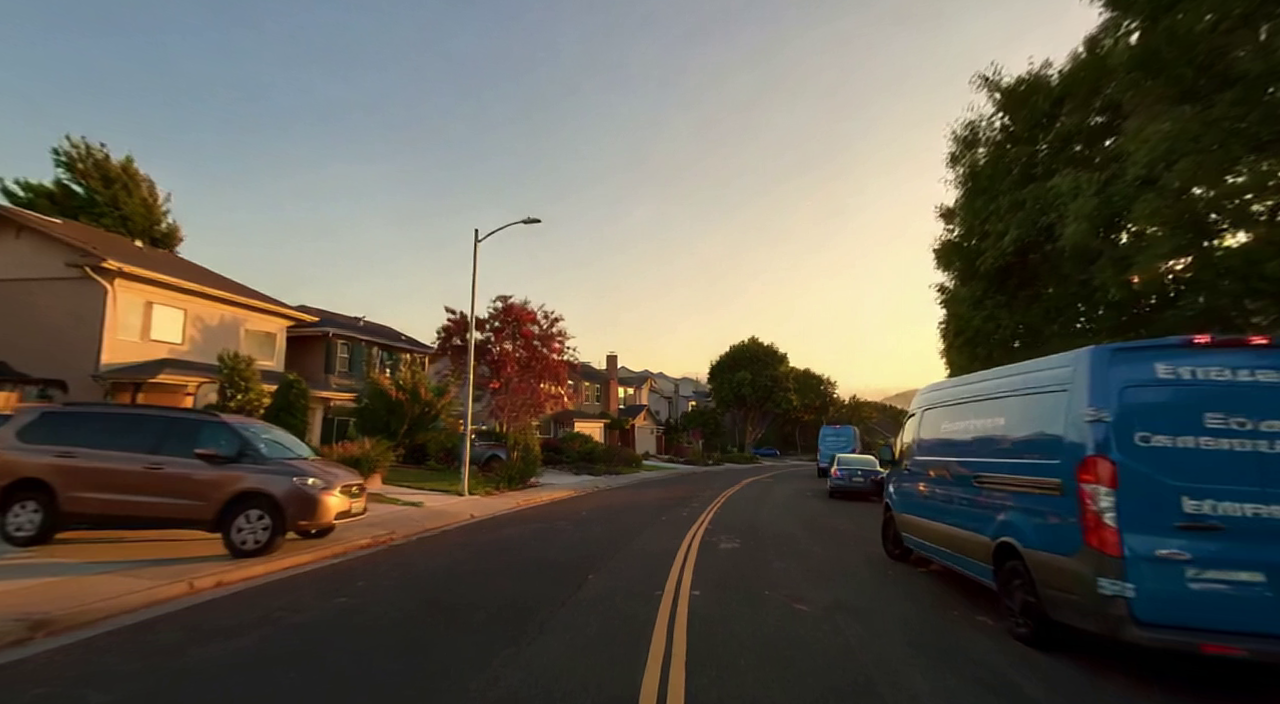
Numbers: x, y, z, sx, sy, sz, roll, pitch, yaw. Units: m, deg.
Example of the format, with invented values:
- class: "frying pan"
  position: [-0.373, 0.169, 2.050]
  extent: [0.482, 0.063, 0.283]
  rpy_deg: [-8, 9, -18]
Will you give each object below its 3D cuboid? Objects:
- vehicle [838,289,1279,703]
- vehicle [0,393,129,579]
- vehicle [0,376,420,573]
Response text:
- class: "vehicle"
  position: [3.805, 1.206, 5.338]
  extent: [2.748, 2.031, 6.288]
  rpy_deg: [-1, -9, 5]
- class: "vehicle"
  position: [-7.973, 1.307, 6.242]
  extent: [4.021, 1.717, 2.083]
  rpy_deg: [0, -9, 2]
- class: "vehicle"
  position: [-6.728, 1.519, 8.744]
  extent: [6.291, 2.113, 2.673]
  rpy_deg: [1, -7, 5]
